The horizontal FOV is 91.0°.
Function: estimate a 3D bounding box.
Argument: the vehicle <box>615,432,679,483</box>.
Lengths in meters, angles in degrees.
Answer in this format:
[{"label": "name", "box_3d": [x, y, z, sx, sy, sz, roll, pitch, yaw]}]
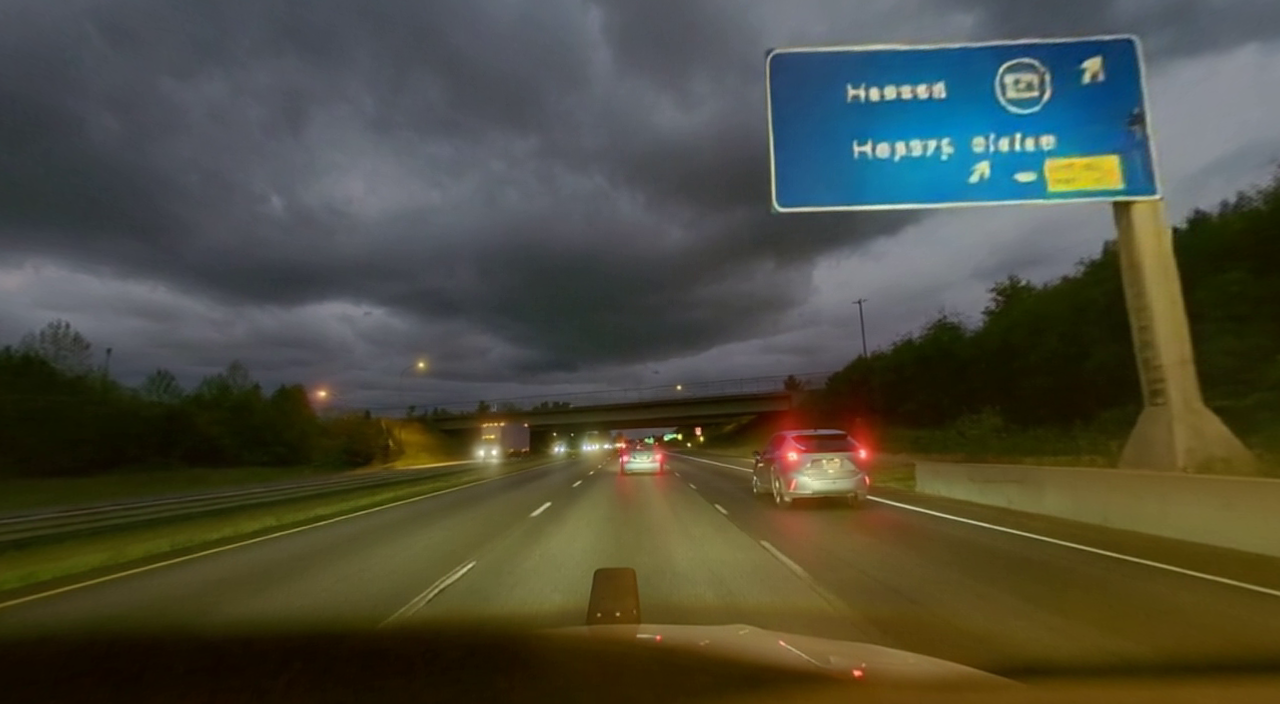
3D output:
[{"label": "vehicle", "box_3d": [0.162, 3.763, 22.687, 2.092, 1.636, 4.024, 0, -8, -2]}]
